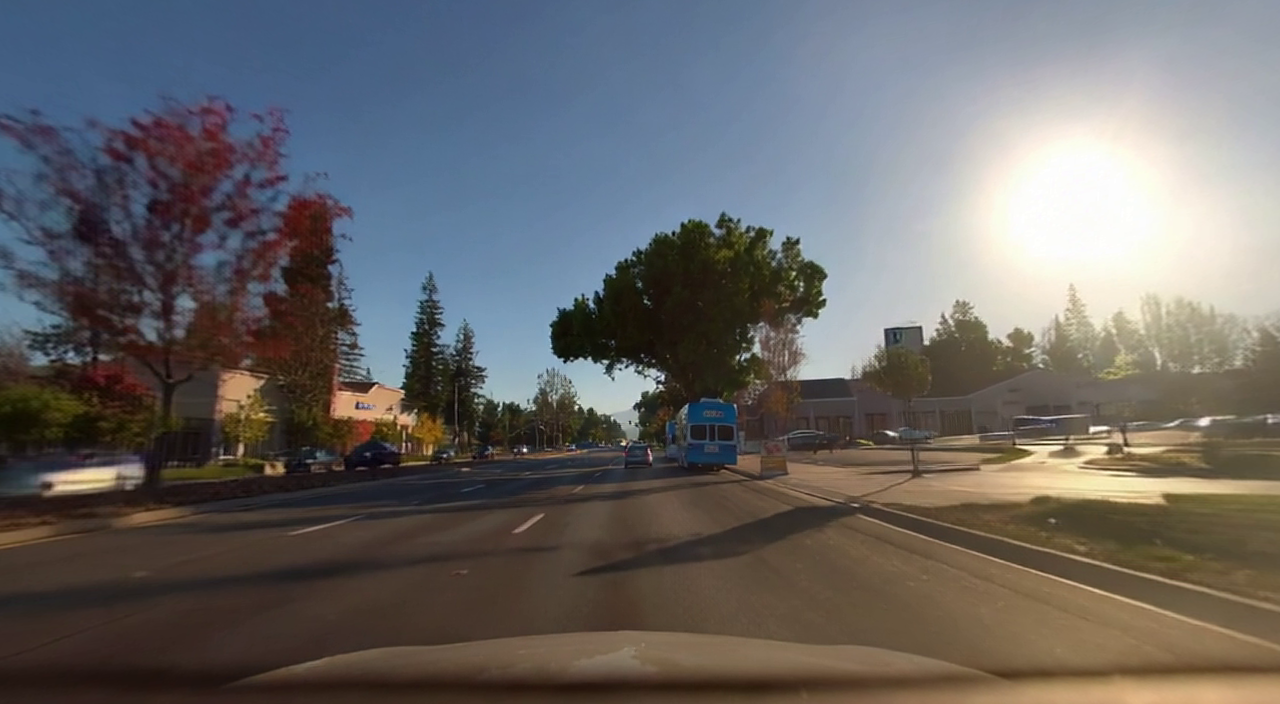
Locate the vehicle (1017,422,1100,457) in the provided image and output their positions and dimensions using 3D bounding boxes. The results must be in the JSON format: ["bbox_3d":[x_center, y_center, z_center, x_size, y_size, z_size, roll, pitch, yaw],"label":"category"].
[{"bbox_3d":[23.950,4.990,36.116,4.430,1.659,1.905,1,-10,-29],"label":"vehicle"}]

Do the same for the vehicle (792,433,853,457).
[{"bbox_3d":[13.694,6.977,47.435,4.037,1.538,1.912,-7,-10,25],"label":"vehicle"}]

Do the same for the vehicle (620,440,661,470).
[{"bbox_3d":[-0.014,5.664,34.760,2.103,1.506,4.742,0,-9,-1],"label":"vehicle"}]

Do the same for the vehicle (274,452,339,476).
[{"bbox_3d":[-22.395,7.506,42.582,1.900,1.448,4.562,0,-9,0],"label":"vehicle"}]

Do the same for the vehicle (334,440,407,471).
[{"bbox_3d":[-14.970,5.774,35.389,1.983,1.630,4.568,0,-9,1],"label":"vehicle"}]

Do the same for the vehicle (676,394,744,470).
[{"bbox_3d":[3.851,4.773,36.979,2.896,3.921,8.415,0,-9,-1],"label":"vehicle"}]

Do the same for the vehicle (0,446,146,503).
[{"bbox_3d":[-18.222,3.738,19.766,1.832,1.528,4.603,0,-9,0],"label":"vehicle"}]

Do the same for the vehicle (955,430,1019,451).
[{"bbox_3d":[25.884,6.597,47.064,4.196,1.520,1.953,4,-10,-24],"label":"vehicle"}]
